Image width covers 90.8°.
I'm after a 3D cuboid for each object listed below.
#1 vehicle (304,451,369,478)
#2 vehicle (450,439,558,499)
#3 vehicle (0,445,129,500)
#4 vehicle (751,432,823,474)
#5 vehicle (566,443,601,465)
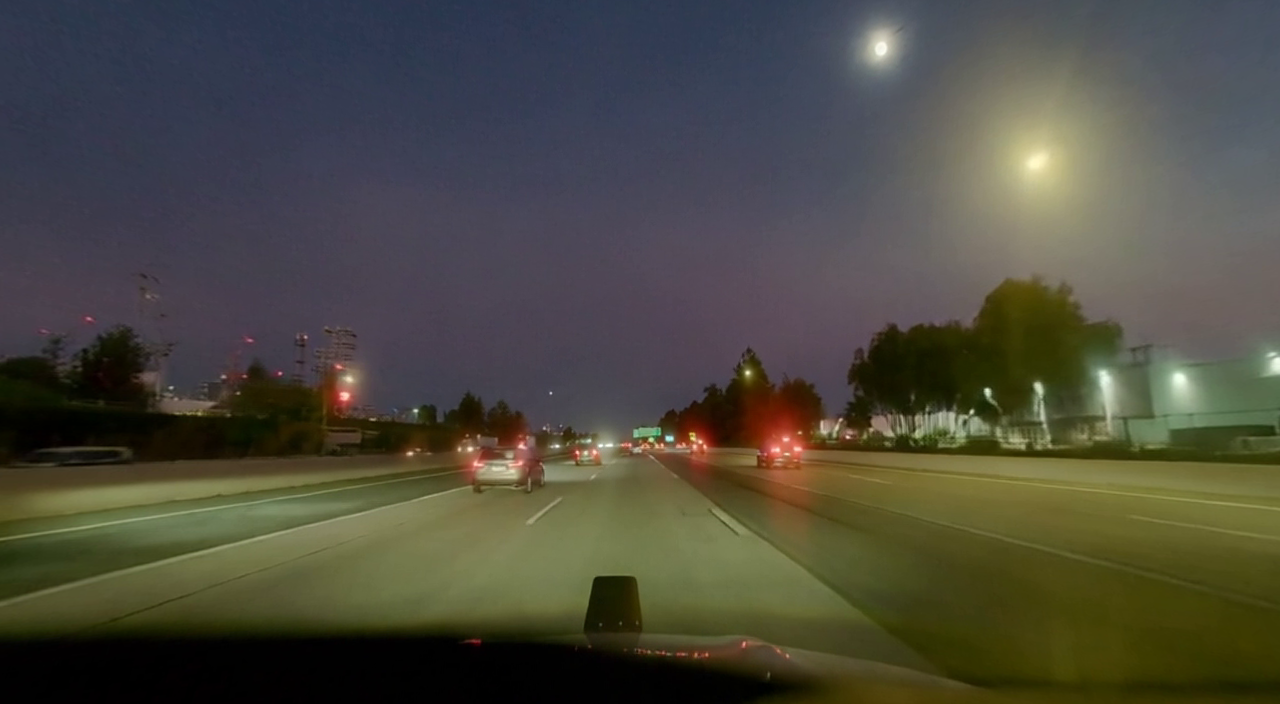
[{"bbox_3d":[-17.096,6.326,35.829,1.816,1.405,3.650,0,-9,1],"label":"vehicle"},{"bbox_3d":[-3.700,3.276,18.098,2.047,1.469,4.614,0,-9,0],"label":"vehicle"},{"bbox_3d":[-20.918,4.087,21.910,2.136,1.695,5.011,0,-9,0],"label":"vehicle"},{"bbox_3d":[6.797,4.744,29.826,2.147,1.769,4.666,0,-9,-2],"label":"vehicle"},{"bbox_3d":[-3.867,7.074,43.971,2.078,1.464,4.093,0,-9,0],"label":"vehicle"}]
